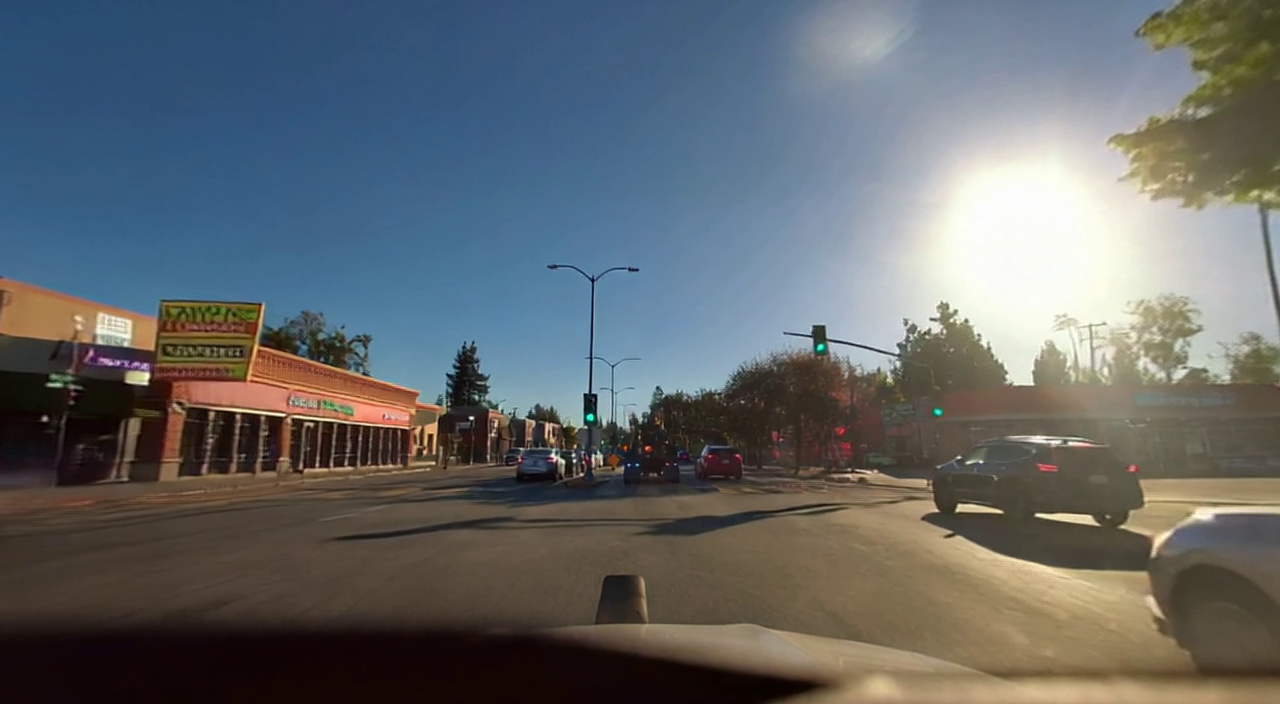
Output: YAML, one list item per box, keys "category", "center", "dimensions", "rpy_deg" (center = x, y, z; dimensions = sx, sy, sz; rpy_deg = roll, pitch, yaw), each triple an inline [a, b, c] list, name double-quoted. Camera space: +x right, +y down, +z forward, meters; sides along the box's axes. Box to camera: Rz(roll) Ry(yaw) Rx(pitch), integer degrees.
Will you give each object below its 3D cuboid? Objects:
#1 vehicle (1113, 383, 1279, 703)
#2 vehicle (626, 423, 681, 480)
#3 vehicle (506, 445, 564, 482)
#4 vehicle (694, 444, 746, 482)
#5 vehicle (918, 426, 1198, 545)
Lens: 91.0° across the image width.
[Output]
- category: "vehicle"
  center: [3.567, 0.772, 1.356]
  dimensions: [2.025, 1.618, 3.949]
  rpy_deg: [0, -8, 1]
- category: "vehicle"
  center: [0.553, 4.750, 30.324]
  dimensions: [2.370, 2.518, 3.858]
  rpy_deg: [-1, -8, -2]
- category: "vehicle"
  center: [-4.652, 5.005, 28.526]
  dimensions: [2.001, 1.518, 4.316]
  rpy_deg: [0, -8, -1]
- category: "vehicle"
  center: [3.897, 5.462, 31.314]
  dimensions: [2.025, 1.754, 4.311]
  rpy_deg: [0, -8, 0]
- category: "vehicle"
  center: [7.039, 2.263, 11.375]
  dimensions: [1.982, 1.698, 4.408]
  rpy_deg: [0, -8, 0]
